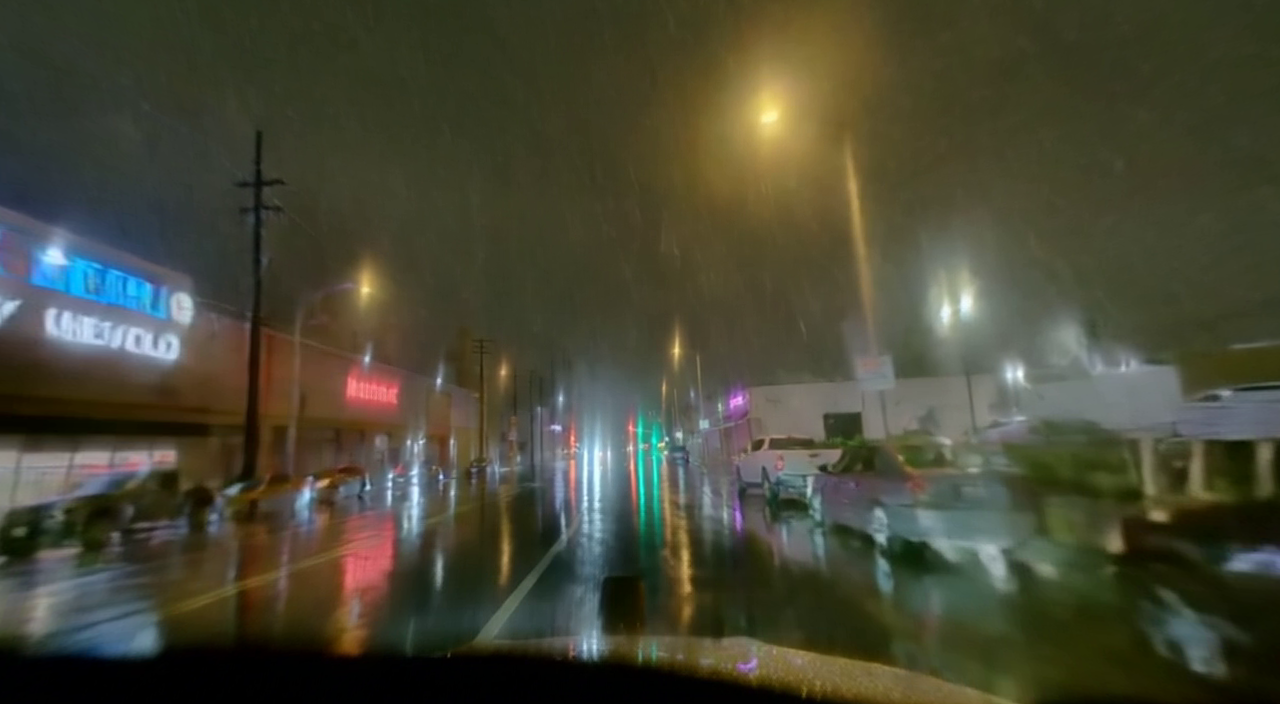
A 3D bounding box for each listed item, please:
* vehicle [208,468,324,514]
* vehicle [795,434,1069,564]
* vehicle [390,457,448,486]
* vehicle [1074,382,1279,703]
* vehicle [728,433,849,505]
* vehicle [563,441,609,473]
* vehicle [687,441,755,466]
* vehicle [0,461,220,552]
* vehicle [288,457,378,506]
[{"bbox_3d":[-15.159,5.631,25.923,2.049,1.496,4.338,-1,-8,1],"label":"vehicle"},{"bbox_3d":[3.899,2.028,9.533,1.862,1.451,4.544,0,-9,-1],"label":"vehicle"},{"bbox_3d":[-15.223,8.231,43.896,1.966,1.760,5.423,-1,-8,1],"label":"vehicle"},{"bbox_3d":[3.952,0.815,2.107,2.149,1.563,3.880,0,-9,-2],"label":"vehicle"},{"bbox_3d":[3.838,3.140,17.496,2.048,1.658,5.559,0,-9,0],"label":"vehicle"},{"bbox_3d":[-3.232,6.465,39.180,2.348,1.831,4.737,0,-9,1],"label":"vehicle"},{"bbox_3d":[5.519,6.945,43.251,4.474,1.632,2.234,-1,-9,5],"label":"vehicle"},{"bbox_3d":[-15.307,4.385,18.658,2.124,1.835,5.450,-6,-7,0],"label":"vehicle"},{"bbox_3d":[-15.156,6.366,31.494,2.081,1.791,4.799,-6,-7,-1],"label":"vehicle"}]
